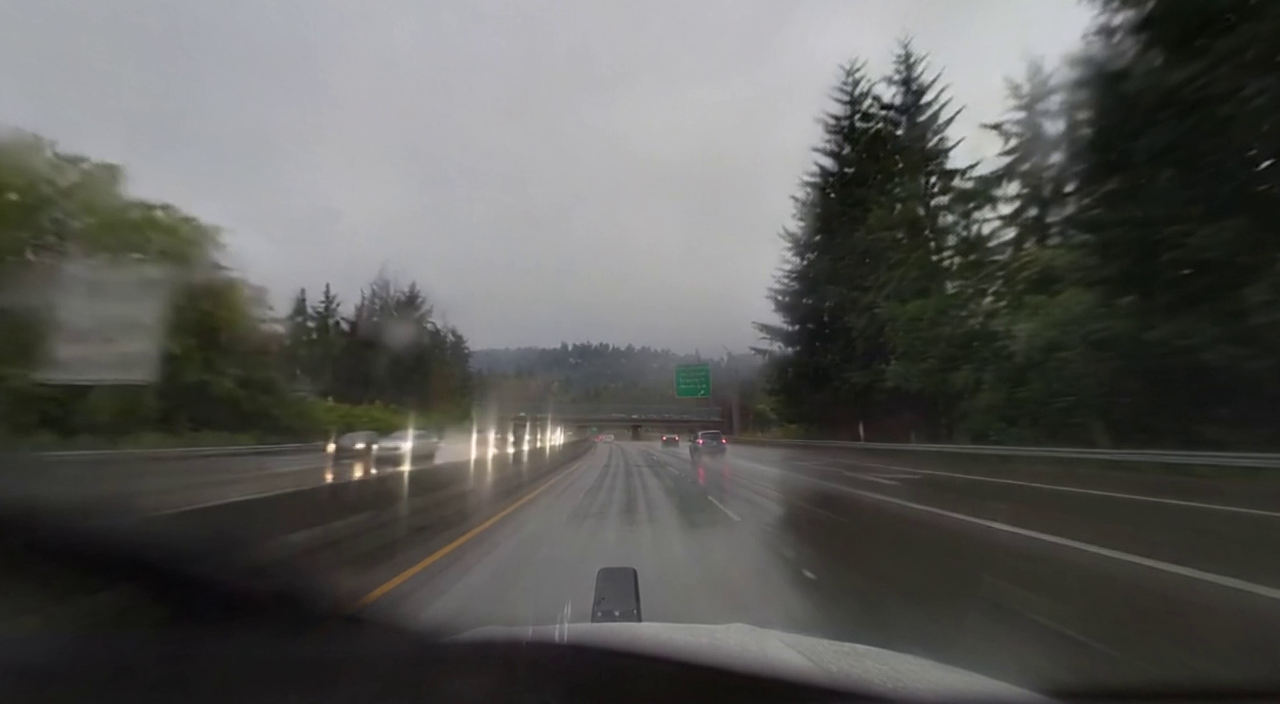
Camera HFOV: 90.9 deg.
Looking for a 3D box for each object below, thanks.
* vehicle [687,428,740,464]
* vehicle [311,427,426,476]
[{"bbox_3d":[3.444,4.466,30.178,1.938,1.578,3.764,0,-8,-3],"label":"vehicle"},{"bbox_3d":[-8.952,3.294,21.282,1.987,1.445,4.485,0,-8,-1],"label":"vehicle"}]
